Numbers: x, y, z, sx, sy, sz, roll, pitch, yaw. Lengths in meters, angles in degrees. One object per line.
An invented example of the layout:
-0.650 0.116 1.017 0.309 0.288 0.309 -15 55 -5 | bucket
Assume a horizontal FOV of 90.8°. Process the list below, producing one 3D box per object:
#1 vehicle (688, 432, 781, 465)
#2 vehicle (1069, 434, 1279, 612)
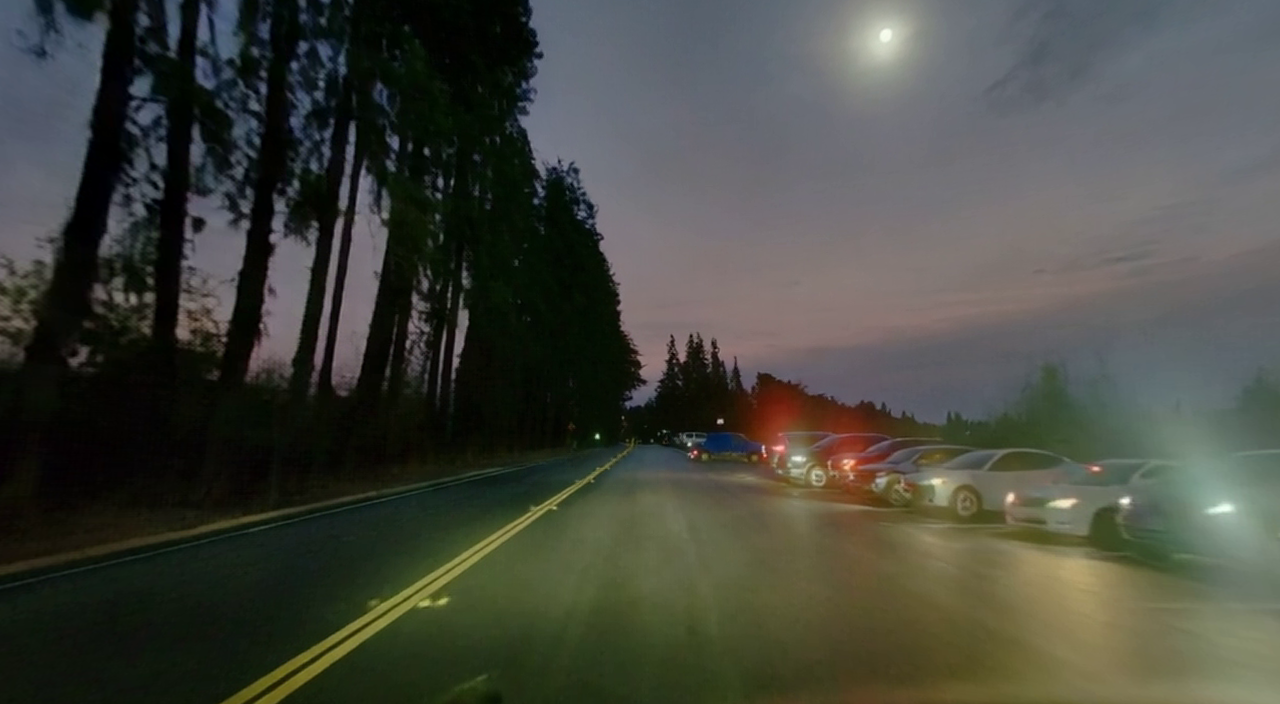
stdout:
6.252 6.484 42.567 5.797 2.070 2.502 0 -8 -1 | vehicle
7.318 1.654 6.720 3.989 1.522 2.104 0 -8 -3 | vehicle
